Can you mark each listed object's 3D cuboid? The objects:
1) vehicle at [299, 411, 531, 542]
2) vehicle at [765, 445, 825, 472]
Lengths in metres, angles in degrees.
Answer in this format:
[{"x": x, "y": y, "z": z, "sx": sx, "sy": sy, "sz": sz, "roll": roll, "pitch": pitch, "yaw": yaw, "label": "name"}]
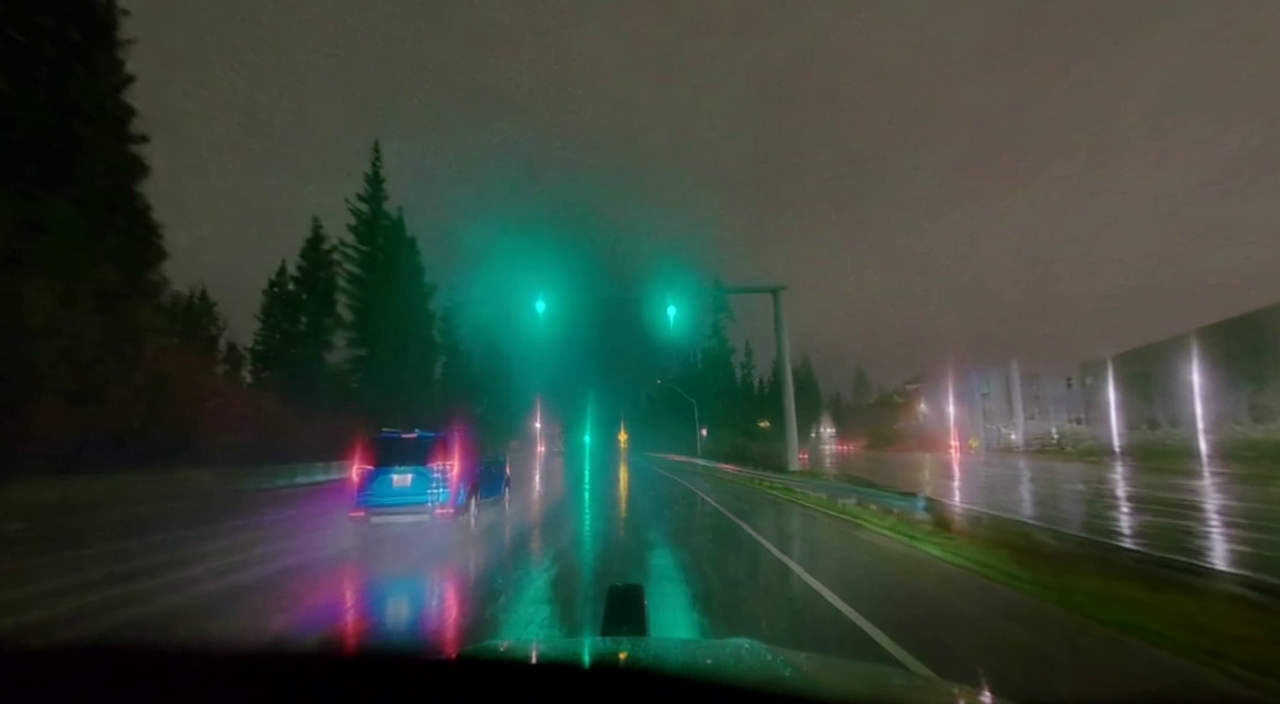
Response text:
[{"x": -3.667, "y": 2.156, "z": 11.597, "sx": 2.336, "sy": 1.857, "sz": 4.986, "roll": 0, "pitch": -8, "yaw": 1, "label": "vehicle"}, {"x": 8.918, "y": 6.184, "z": 36.529, "sx": 1.606, "sy": 1.438, "sz": 3.446, "roll": 2, "pitch": -10, "yaw": -23, "label": "vehicle"}]
